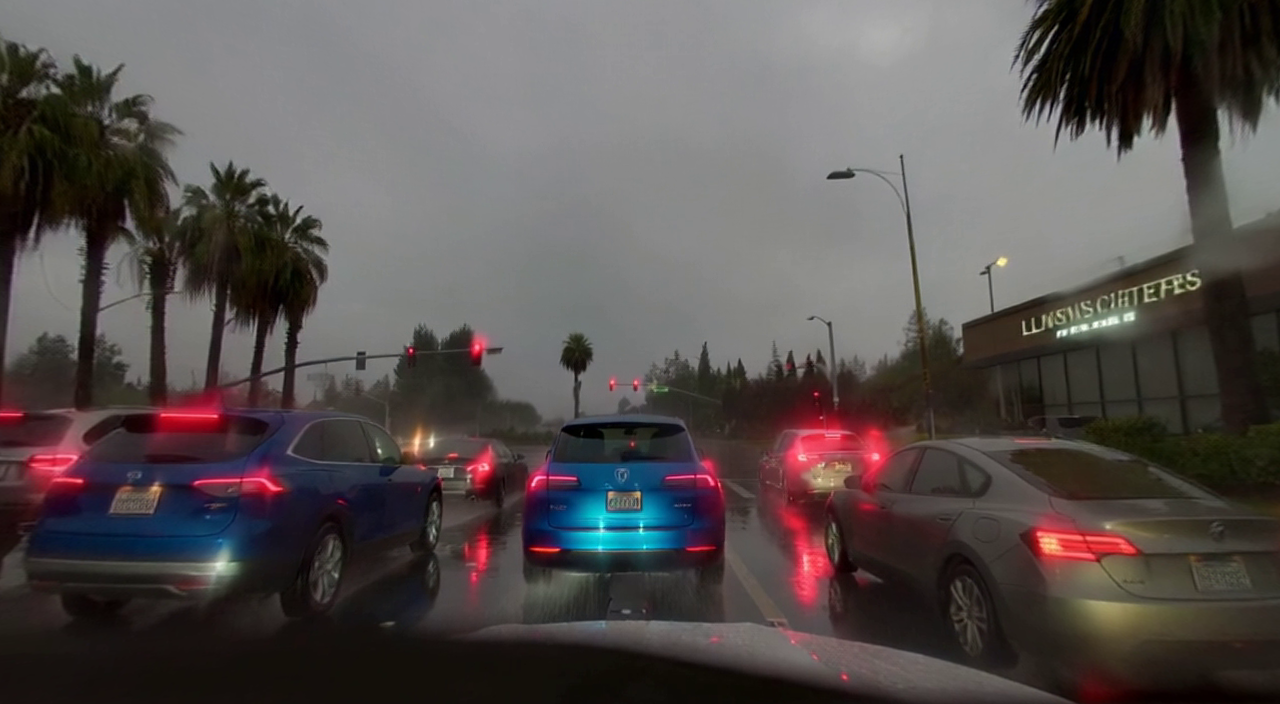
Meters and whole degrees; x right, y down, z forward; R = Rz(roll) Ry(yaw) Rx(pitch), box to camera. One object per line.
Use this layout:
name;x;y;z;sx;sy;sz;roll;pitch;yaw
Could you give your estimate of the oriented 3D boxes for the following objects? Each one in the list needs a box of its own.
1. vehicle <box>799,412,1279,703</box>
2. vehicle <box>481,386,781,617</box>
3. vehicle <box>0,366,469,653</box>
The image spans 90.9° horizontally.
vehicle;2.970;1.372;5.260;2.017;1.491;4.611;0;-8;-1
vehicle;-0.127;1.462;7.069;2.280;1.747;4.361;0;-8;-2
vehicle;-3.339;1.282;6.133;2.014;1.755;4.360;0;-8;1
